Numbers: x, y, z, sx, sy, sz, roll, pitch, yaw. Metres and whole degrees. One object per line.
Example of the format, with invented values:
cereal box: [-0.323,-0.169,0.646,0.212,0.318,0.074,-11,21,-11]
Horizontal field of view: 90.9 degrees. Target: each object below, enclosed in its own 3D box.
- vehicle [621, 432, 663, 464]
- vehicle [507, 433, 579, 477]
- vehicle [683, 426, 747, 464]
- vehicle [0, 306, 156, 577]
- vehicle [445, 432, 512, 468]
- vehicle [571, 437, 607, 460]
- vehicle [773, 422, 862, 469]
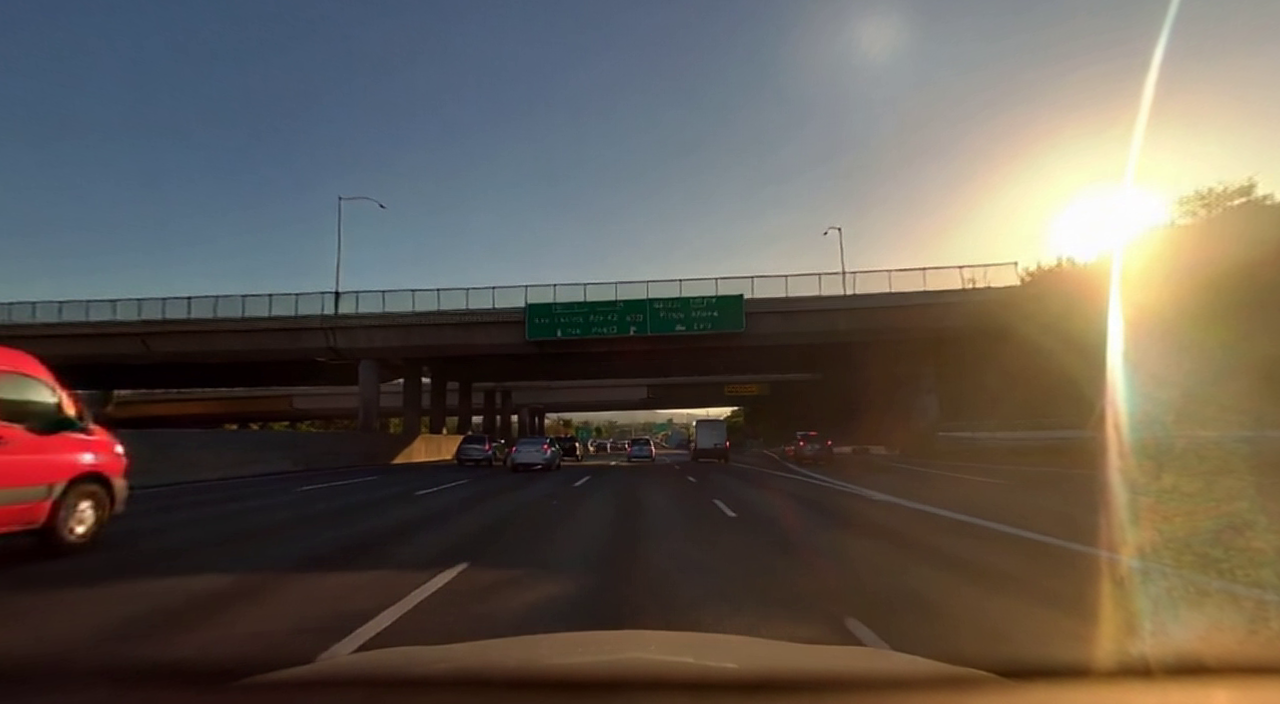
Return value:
vehicle: [0.126,5.163,34.085,2.115,1.617,4.102,0,-8,1]
vehicle: [-3.501,3.790,23.465,1.970,1.483,4.071,0,-8,1]
vehicle: [3.894,5.023,34.120,2.777,1.895,5.710,0,-8,0]
vehicle: [-7.637,0.711,5.041,2.336,2.708,6.421,0,-8,0]
vehicle: [-7.652,4.691,30.312,1.961,1.562,4.301,0,-8,1]
vehicle: [-3.390,6.515,42.742,1.987,1.466,4.341,0,-8,1]
vehicle: [7.619,4.139,27.857,2.304,1.840,5.706,0,-8,0]
